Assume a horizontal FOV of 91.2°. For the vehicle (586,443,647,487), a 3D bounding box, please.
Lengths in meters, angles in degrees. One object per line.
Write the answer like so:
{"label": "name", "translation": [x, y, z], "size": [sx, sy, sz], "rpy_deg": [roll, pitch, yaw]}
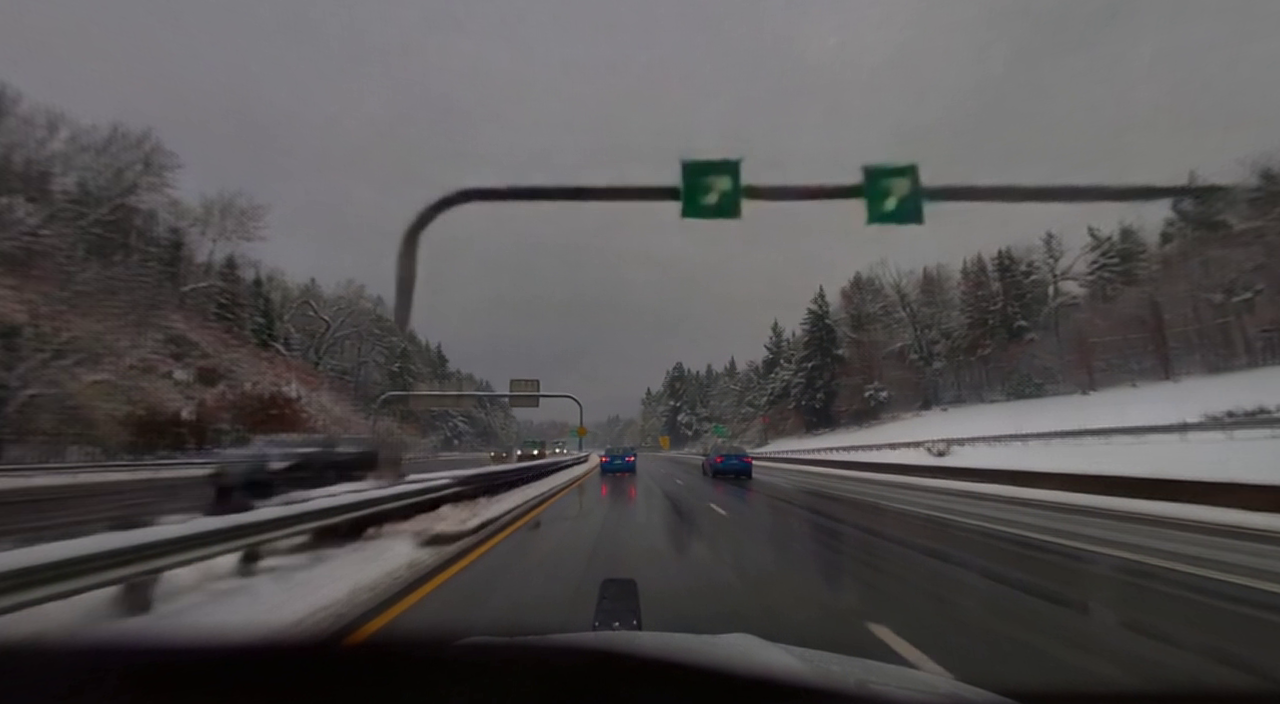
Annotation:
{"label": "vehicle", "translation": [-0.858, 4.324, 24.382], "size": [2.128, 1.516, 4.410], "rpy_deg": [0, -9, -1]}

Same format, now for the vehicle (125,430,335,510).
{"label": "vehicle", "translation": [-9.013, 2.623, 14.355], "size": [1.933, 1.510, 4.352], "rpy_deg": [0, -9, -2]}

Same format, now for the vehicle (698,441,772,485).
{"label": "vehicle", "translation": [3.713, 4.438, 25.312], "size": [2.300, 1.595, 4.144], "rpy_deg": [-1, -9, 0]}
